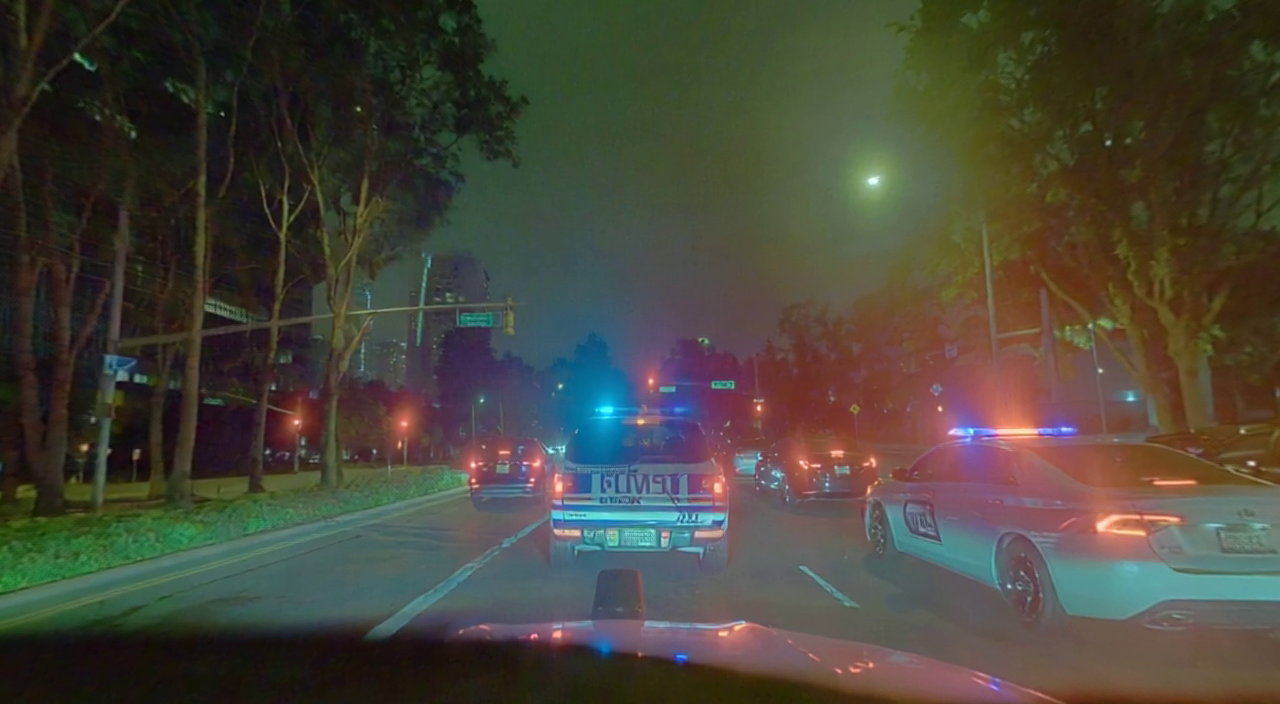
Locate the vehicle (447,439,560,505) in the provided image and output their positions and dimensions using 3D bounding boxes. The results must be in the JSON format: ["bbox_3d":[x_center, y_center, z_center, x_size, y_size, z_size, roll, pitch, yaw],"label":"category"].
[{"bbox_3d":[-3.305,2.987,16.214,1.913,1.464,4.276,0,-8,0],"label":"vehicle"}]

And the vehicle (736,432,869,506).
[{"bbox_3d":[3.646,2.706,15.054,1.940,1.474,4.234,0,-8,-1],"label":"vehicle"}]

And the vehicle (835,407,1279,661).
[{"bbox_3d":[3.643,1.408,6.068,1.995,1.483,4.533,0,-8,-1],"label":"vehicle"}]

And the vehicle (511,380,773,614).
[{"bbox_3d":[-0.033,1.456,7.270,2.038,1.819,4.505,0,-8,-1],"label":"vehicle"}]
